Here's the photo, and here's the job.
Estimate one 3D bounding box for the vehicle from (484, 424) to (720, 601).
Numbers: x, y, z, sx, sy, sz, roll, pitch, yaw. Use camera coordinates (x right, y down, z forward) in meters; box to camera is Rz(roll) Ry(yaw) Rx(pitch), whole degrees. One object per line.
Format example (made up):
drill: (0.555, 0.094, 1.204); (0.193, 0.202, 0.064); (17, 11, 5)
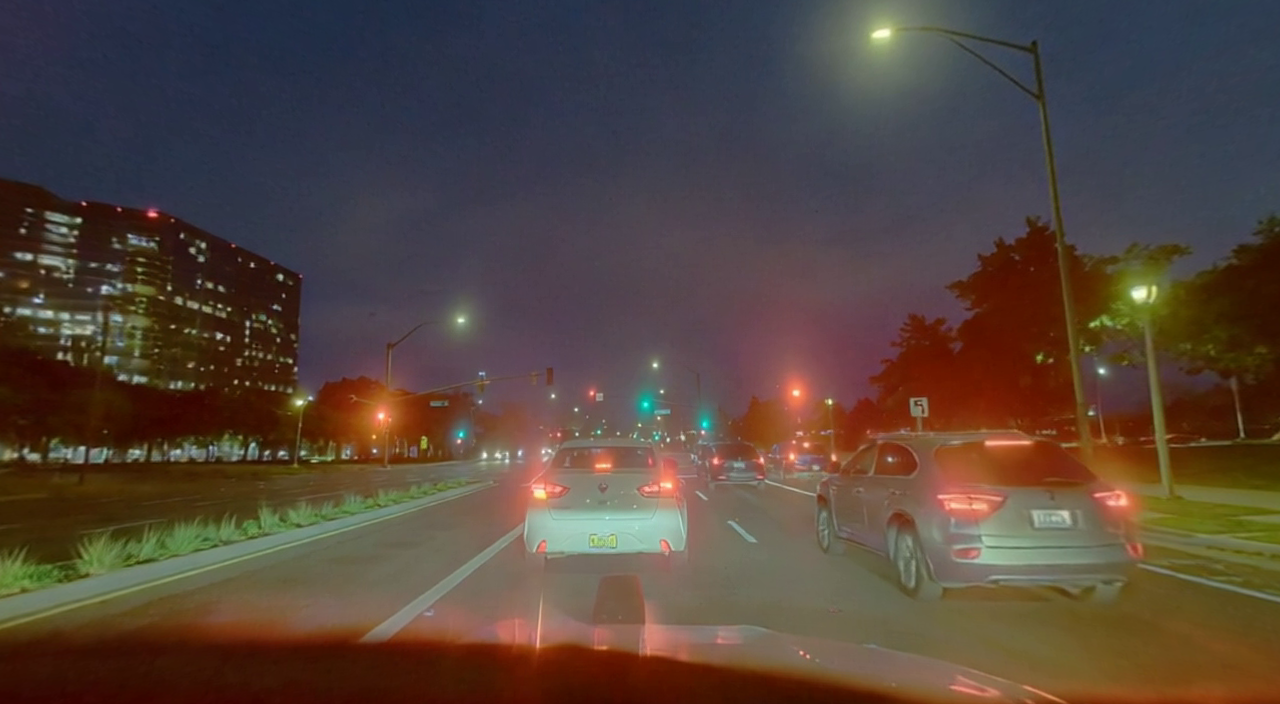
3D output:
vehicle: (-0.356, 1.641, 7.239); (2.006, 1.487, 3.535); (0, -9, -1)

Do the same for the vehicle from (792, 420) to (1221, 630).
vehicle: (3.154, 1.559, 6.716); (1.910, 1.474, 4.263); (0, -9, -1)

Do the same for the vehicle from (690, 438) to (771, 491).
vehicle: (2.862, 3.670, 20.982); (1.874, 1.556, 4.116); (0, -9, -3)
